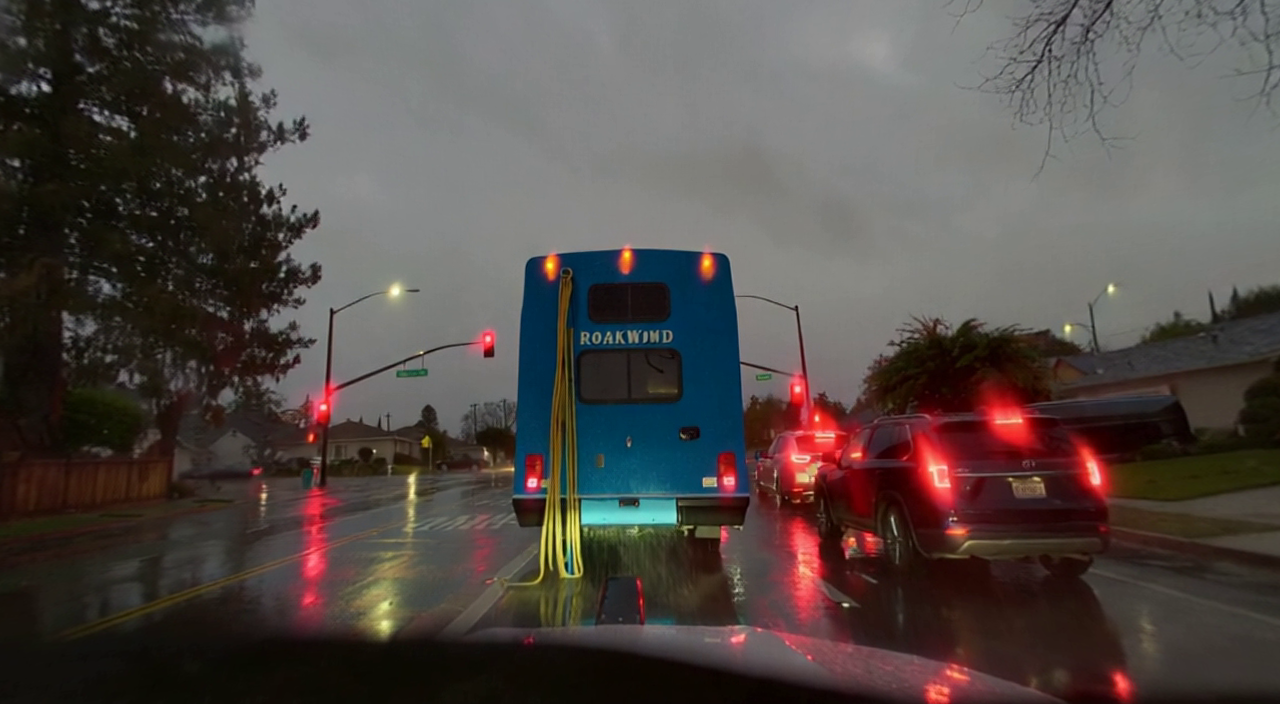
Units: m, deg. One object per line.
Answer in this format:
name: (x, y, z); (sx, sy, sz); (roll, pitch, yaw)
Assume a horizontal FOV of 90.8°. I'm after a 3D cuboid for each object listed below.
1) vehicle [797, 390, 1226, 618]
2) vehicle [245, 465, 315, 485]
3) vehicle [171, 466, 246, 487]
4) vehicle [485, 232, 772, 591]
vehicle: (3.410, 1.494, 7.129); (2.104, 1.735, 4.408); (0, -9, 0)
vehicle: (-27.395, 9.358, 48.149); (4.187, 1.445, 1.809); (0, -9, 0)
vehicle: (-32.695, 9.406, 47.960); (4.311, 1.458, 1.707); (0, -9, -3)
vehicle: (-0.110, 1.123, 10.275); (2.709, 3.511, 8.213); (0, -9, 0)
